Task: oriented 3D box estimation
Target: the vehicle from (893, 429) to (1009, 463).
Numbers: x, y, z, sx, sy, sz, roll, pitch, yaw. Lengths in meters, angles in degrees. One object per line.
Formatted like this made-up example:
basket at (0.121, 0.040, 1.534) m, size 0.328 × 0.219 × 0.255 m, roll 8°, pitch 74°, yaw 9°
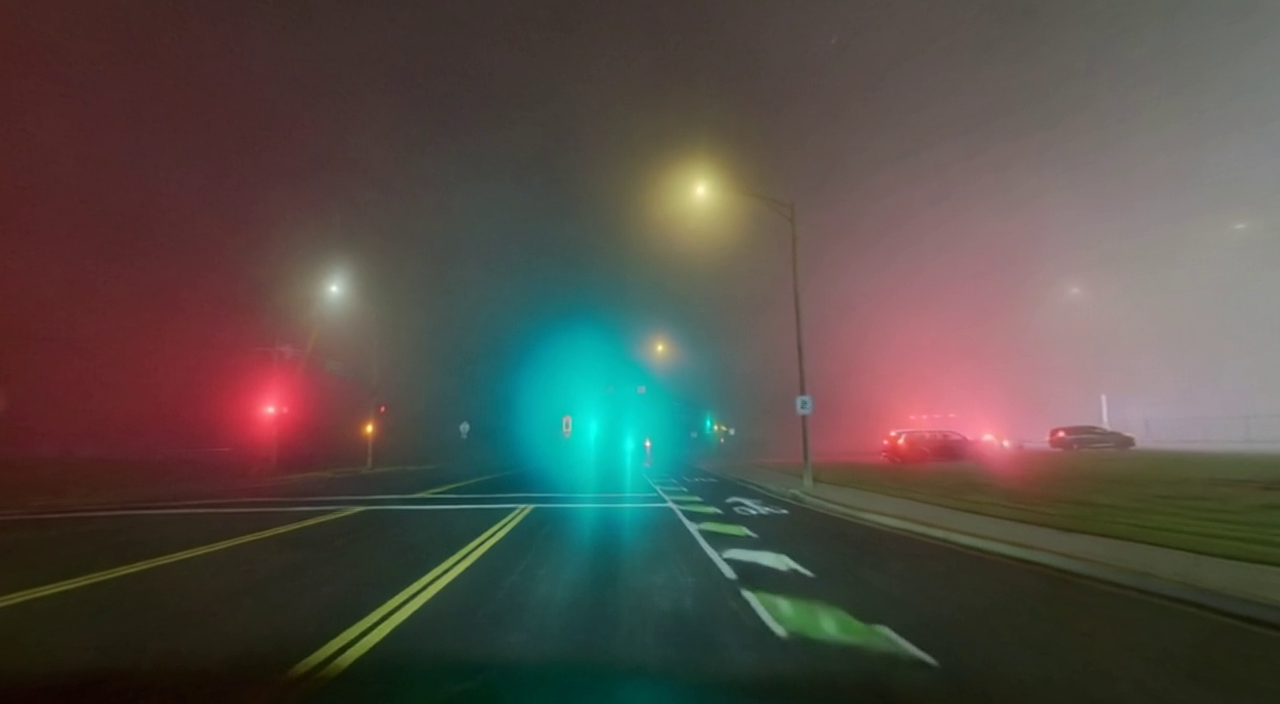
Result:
vehicle at (14.625, 4.442, 29.927) m, size 4.486 × 1.494 × 1.802 m, roll 0°, pitch -9°, yaw 5°

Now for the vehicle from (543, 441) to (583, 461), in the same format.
vehicle at (-5.990, 7.803, 49.764) m, size 1.939 × 1.484 × 4.645 m, roll -1°, pitch -9°, yaw 8°

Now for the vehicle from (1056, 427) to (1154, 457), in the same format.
vehicle at (29.055, 5.651, 39.602) m, size 4.504 × 1.759 × 1.955 m, roll 0°, pitch -8°, yaw 3°

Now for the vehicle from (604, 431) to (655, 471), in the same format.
vehicle at (-0.443, 4.894, 31.283) m, size 2.230 × 1.827 × 4.298 m, roll 0°, pitch -8°, yaw 3°
